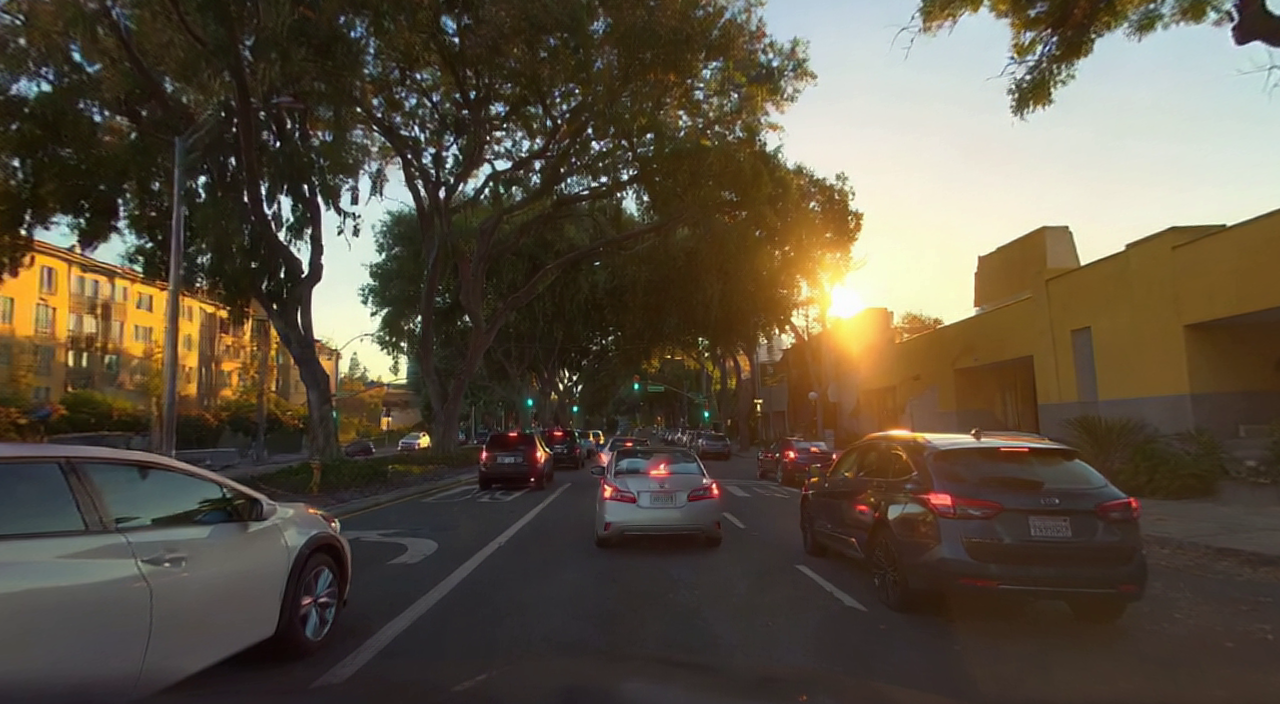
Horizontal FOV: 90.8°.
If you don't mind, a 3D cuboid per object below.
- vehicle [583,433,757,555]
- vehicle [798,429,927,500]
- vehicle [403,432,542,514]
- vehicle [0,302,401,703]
[{"bbox_3d":[0.270,1.996,9.578,2.095,1.438,3.843,0,-9,-3],"label":"vehicle"},{"bbox_3d":[6.338,3.255,18.681,2.025,1.808,4.579,0,-9,-2],"label":"vehicle"},{"bbox_3d":[-3.514,2.625,14.240,1.901,1.522,4.556,0,-9,0],"label":"vehicle"},{"bbox_3d":[-3.270,0.928,3.387,2.152,1.802,4.628,0,-9,0],"label":"vehicle"}]
